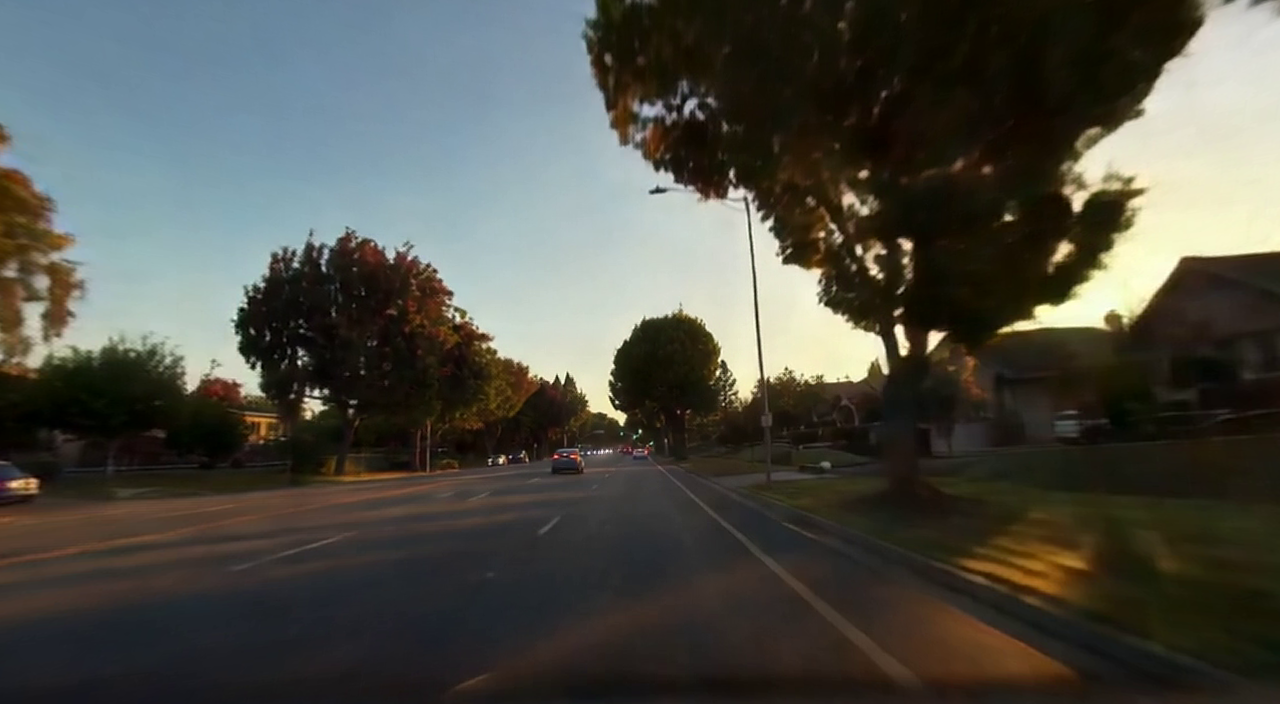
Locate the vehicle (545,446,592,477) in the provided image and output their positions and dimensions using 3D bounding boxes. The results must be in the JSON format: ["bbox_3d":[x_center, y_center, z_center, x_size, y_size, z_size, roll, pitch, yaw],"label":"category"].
[{"bbox_3d":[-3.670,5.699,33.155,1.992,1.447,4.044,0,-8,0],"label":"vehicle"}]
